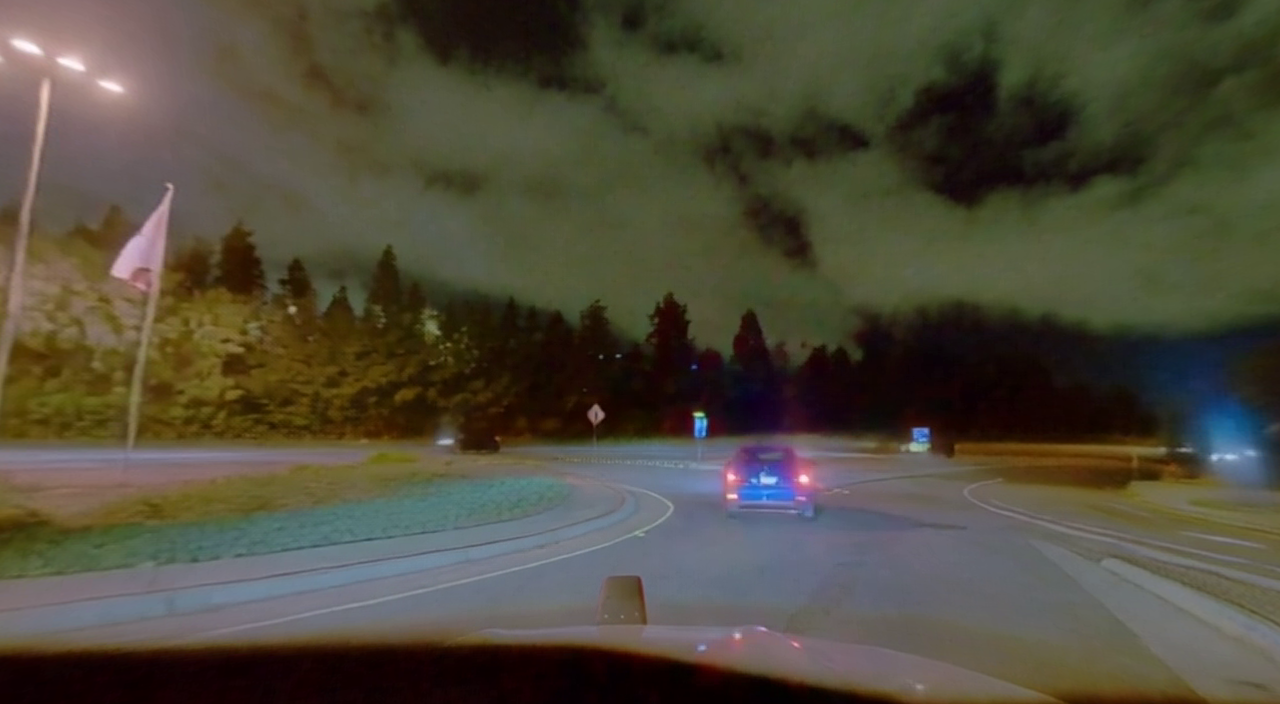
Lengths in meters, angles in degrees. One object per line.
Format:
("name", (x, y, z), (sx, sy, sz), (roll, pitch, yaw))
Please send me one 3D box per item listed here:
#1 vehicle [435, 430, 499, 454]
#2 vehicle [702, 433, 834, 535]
("vehicle", (-11.746, 6.169, 42.886), (4.045, 1.569, 1.781), (2, -10, -15))
("vehicle", (2.458, 2.478, 12.310), (2.078, 1.607, 4.010), (-2, -10, 11))
